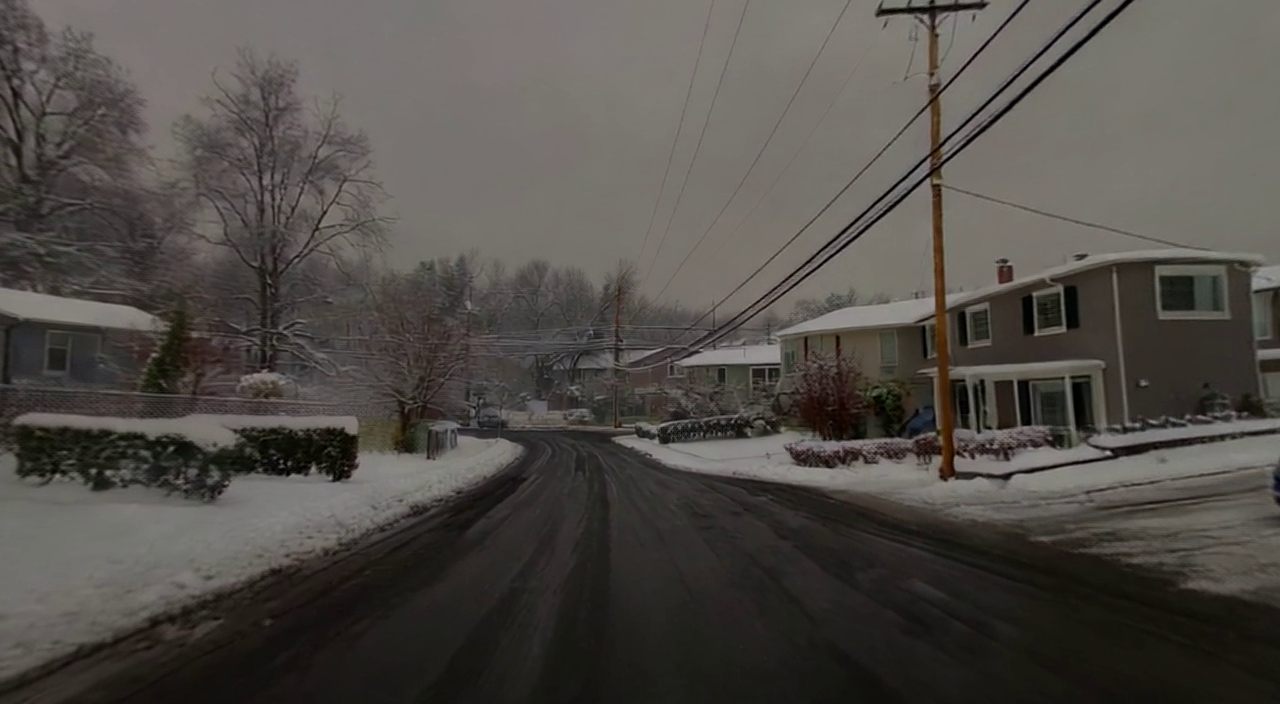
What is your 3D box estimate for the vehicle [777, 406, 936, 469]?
[{"bbox_3d":[8.129,3.250,23.543,5.663,1.913,2.170,7,-10,-24],"label":"vehicle"}]
